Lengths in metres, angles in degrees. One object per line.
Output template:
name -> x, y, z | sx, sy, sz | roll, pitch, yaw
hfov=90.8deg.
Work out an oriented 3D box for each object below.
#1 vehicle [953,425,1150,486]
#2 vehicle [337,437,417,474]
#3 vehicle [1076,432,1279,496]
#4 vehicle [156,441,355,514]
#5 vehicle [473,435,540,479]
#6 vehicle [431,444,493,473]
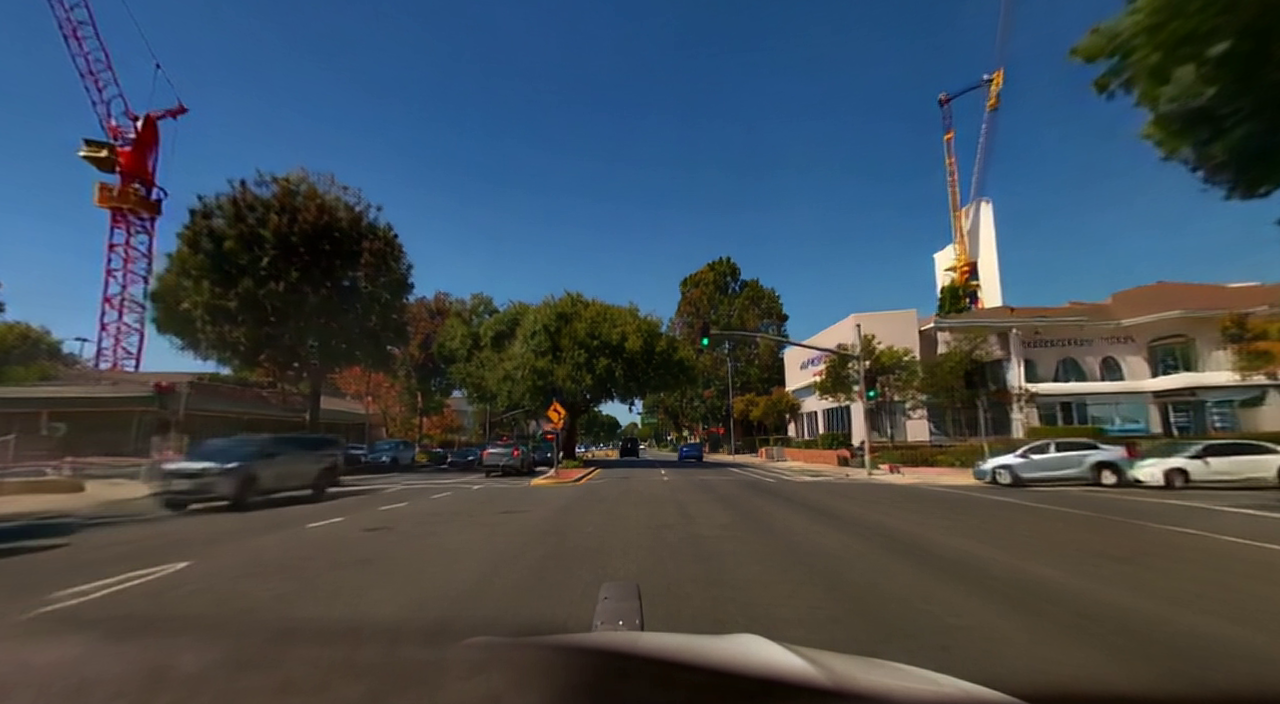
vehicle -> 12.756, 3.238, 19.939 | 4.641, 1.772, 2.080 | -1, -9, 7
vehicle -> -16.481, 6.511, 39.994 | 2.314, 2.135, 5.914 | -1, -8, 2
vehicle -> 13.874, 2.760, 15.762 | 4.506, 1.479, 1.924 | 0, -8, 2
vehicle -> -8.798, 2.885, 15.040 | 2.067, 1.460, 4.290 | 0, -8, -1
vehicle -> -5.852, 4.604, 28.130 | 1.983, 1.715, 4.466 | -2, -8, 0
vehicle -> -9.257, 5.571, 33.297 | 1.947, 1.434, 4.557 | 0, -8, 0
